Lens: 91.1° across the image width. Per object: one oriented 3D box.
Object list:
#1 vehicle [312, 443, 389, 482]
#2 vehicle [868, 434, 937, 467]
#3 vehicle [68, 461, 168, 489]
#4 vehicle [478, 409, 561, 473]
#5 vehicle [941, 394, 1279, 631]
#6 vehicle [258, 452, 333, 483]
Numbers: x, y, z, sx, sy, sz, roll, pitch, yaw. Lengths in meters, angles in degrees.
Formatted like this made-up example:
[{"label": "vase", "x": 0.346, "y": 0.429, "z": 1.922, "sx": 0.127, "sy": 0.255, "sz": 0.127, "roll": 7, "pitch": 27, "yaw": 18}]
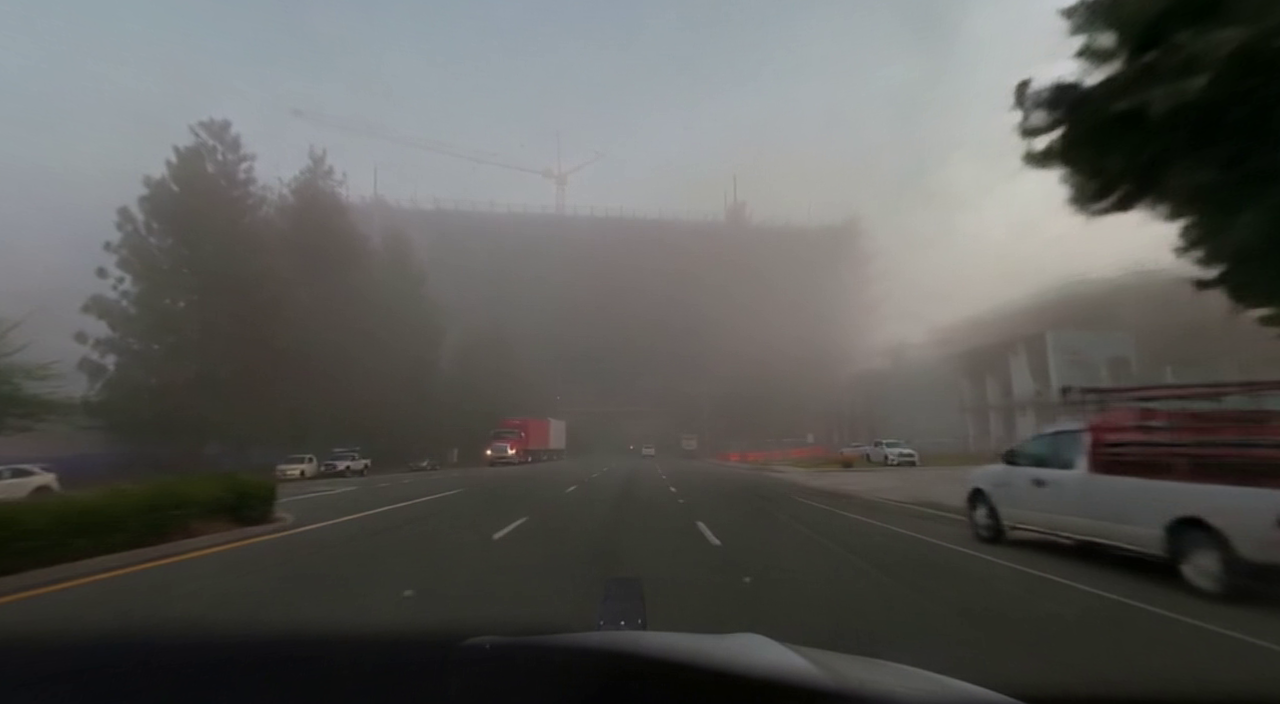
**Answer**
[{"label": "vehicle", "x": -18.221, "y": 6.917, "z": 39.836, "sx": 2.154, "sy": 1.987, "sz": 5.836, "roll": -5, "pitch": -8, "yaw": -1}, {"label": "vehicle", "x": 16.379, "y": 6.205, "z": 39.536, "sx": 2.021, "sy": 1.835, "sz": 5.654, "roll": 2, "pitch": -8, "yaw": 1}, {"label": "vehicle", "x": -33.730, "y": 7.918, "z": 40.705, "sx": 1.848, "sy": 1.484, "sz": 4.574, "roll": 2, "pitch": -8, "yaw": 16}, {"label": "vehicle", "x": -7.336, "y": 5.682, "z": 39.826, "sx": 3.032, "sy": 3.524, "sz": 9.640, "roll": 0, "pitch": -9, "yaw": 2}, {"label": "vehicle", "x": 6.452, "y": 1.668, "z": 7.489, "sx": 2.513, "sy": 1.890, "sz": 6.666, "roll": 0, "pitch": -9, "yaw": 1}, {"label": "vehicle", "x": -21.548, "y": 7.213, "z": 39.537, "sx": 2.168, "sy": 1.800, "sz": 4.603, "roll": 1, "pitch": -9, "yaw": -1}]
